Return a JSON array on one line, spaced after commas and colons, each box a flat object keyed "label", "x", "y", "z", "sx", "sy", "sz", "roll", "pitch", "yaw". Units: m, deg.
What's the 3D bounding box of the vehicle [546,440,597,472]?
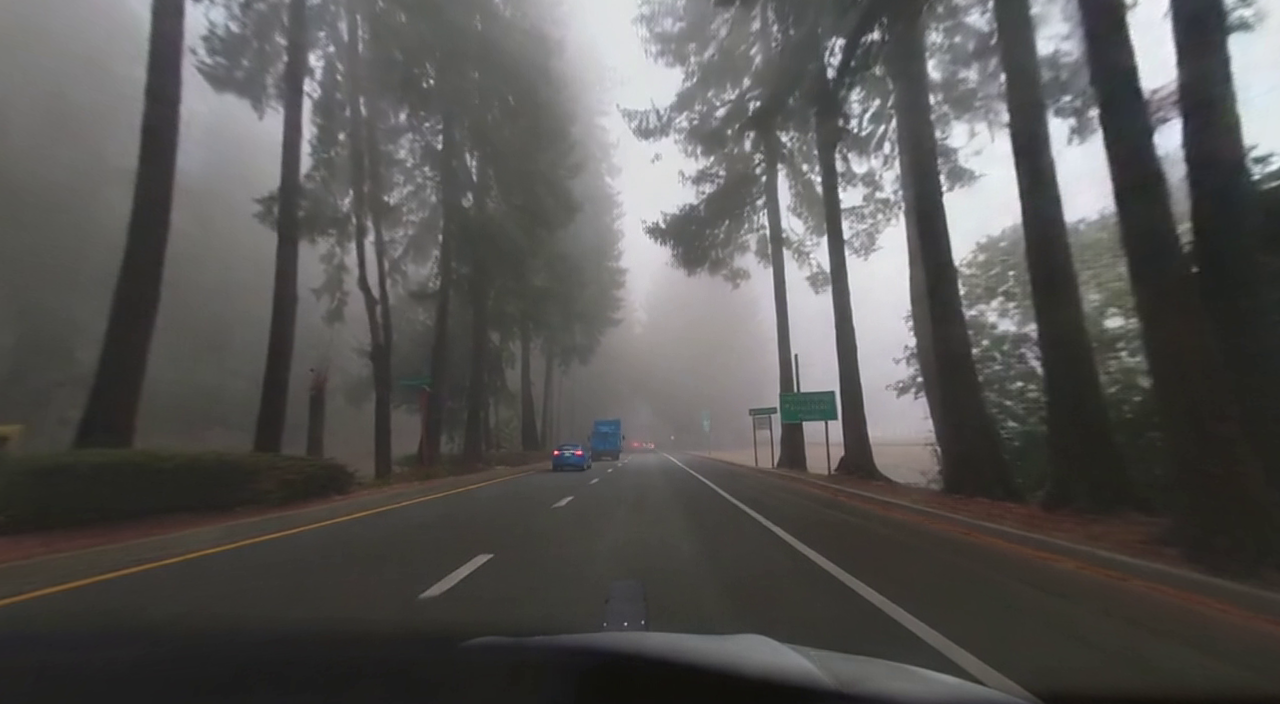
[{"label": "vehicle", "x": -3.391, "y": 5.212, "z": 31.882, "sx": 2.005, "sy": 1.462, "sz": 4.345, "roll": 0, "pitch": -8, "yaw": 1}]
